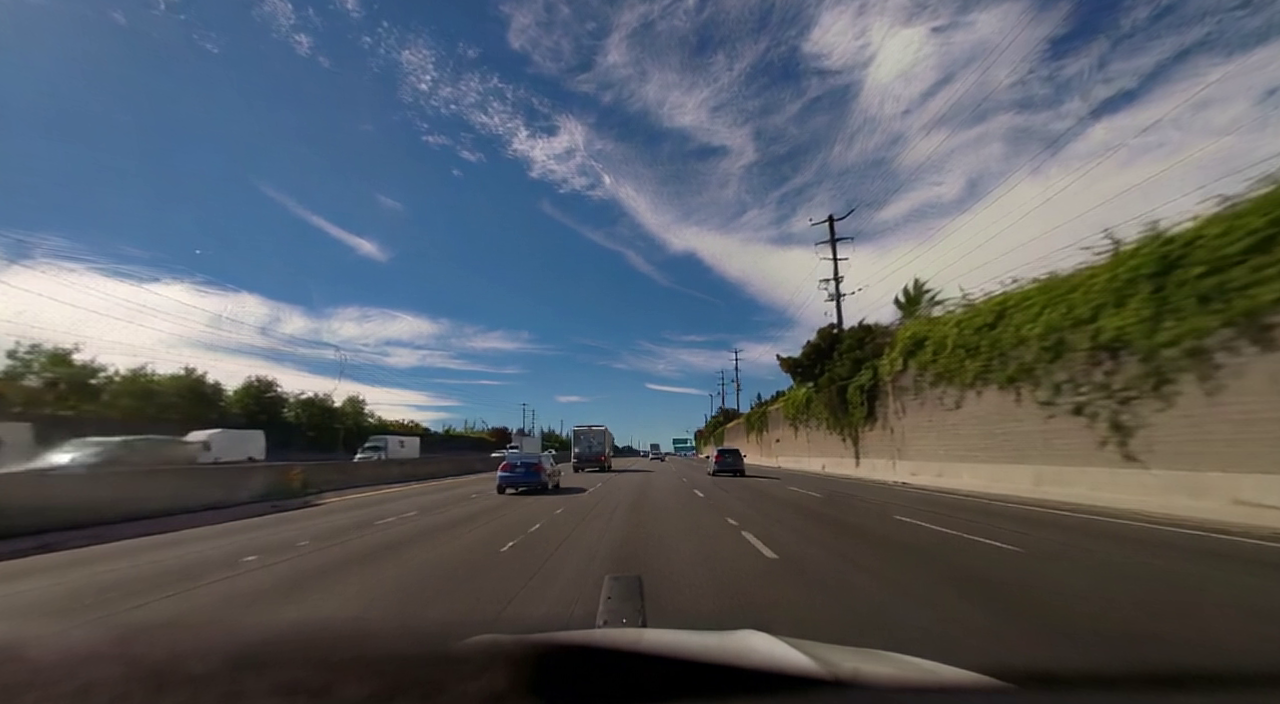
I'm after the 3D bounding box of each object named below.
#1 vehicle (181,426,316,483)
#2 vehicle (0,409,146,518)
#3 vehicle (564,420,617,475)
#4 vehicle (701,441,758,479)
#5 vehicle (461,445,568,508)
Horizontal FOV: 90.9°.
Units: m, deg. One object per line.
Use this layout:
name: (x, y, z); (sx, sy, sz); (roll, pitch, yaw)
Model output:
vehicle: (-19.440, 5.147, 31.883); (2.216, 2.563, 6.917); (0, -9, 1)
vehicle: (-15.567, 2.602, 14.772); (2.430, 2.421, 6.683); (0, -9, 1)
vehicle: (-3.028, 6.146, 40.487); (2.632, 3.153, 6.879); (0, -9, 1)
vehicle: (4.533, 5.542, 32.670); (2.214, 1.799, 4.627); (0, -9, -1)
vehicle: (-3.229, 3.294, 17.117); (2.004, 1.498, 4.043); (0, -9, 1)
